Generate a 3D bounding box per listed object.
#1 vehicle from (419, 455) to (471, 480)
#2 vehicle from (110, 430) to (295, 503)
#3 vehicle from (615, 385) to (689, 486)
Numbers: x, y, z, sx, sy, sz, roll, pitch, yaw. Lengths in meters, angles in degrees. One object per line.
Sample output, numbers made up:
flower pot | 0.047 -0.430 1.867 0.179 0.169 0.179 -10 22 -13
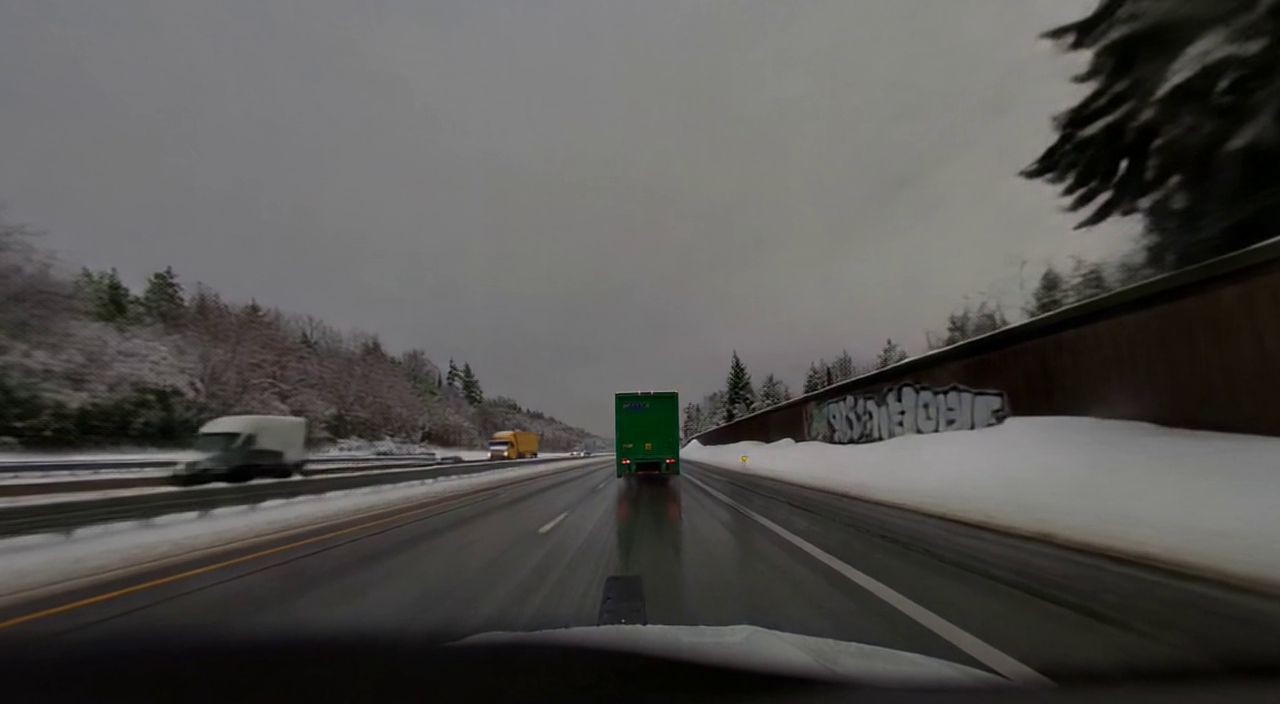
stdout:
vehicle | -11.921 7.093 38.822 1.795 1.426 4.297 0 -9 0
vehicle | -16.693 4.408 24.785 2.427 2.440 6.745 0 -9 0
vehicle | 0.372 4.067 29.811 2.900 3.955 10.151 0 -9 -1
